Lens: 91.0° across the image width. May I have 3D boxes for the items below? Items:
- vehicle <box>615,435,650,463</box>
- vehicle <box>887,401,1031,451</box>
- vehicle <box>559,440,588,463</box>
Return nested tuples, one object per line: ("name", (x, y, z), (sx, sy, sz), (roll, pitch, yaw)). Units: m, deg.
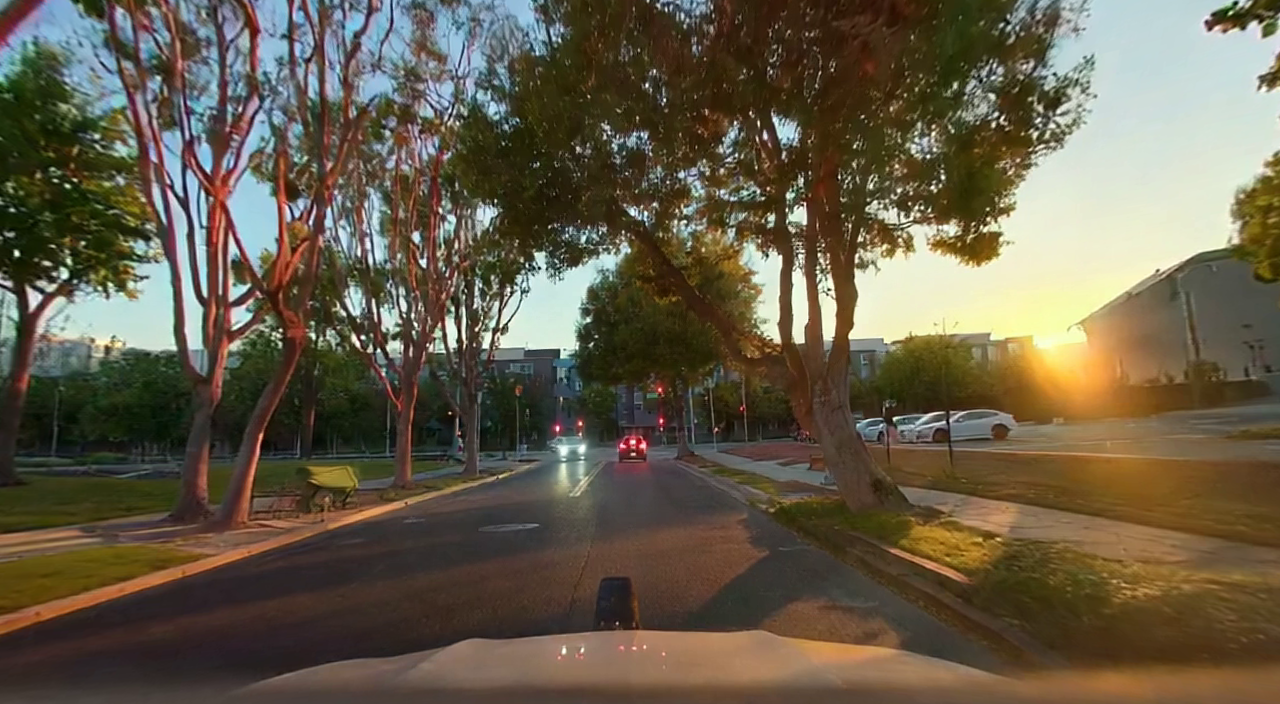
("vehicle", (-0.423, 6.223, 40.502), (2.142, 1.686, 3.816), (-1, -8, 1))
("vehicle", (12.012, 2.832, 24.006), (4.349, 1.462, 1.982), (-5, -7, 6))
("vehicle", (-4.657, 7.001, 44.402), (1.973, 1.512, 3.524), (0, -8, -5))
